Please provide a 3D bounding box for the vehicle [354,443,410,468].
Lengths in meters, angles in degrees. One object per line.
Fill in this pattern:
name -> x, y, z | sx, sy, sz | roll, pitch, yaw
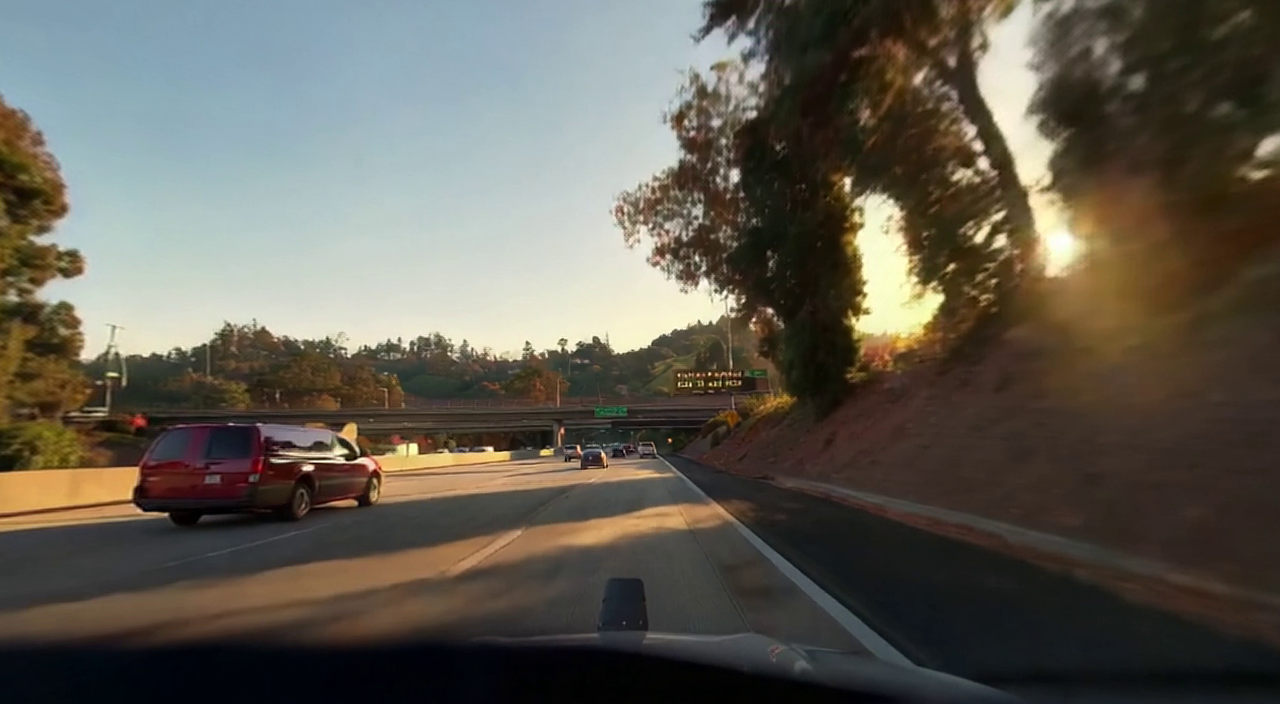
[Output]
vehicle -> -19.728, 7.956, 48.496 | 2.156, 1.806, 4.697 | -1, -9, 3
